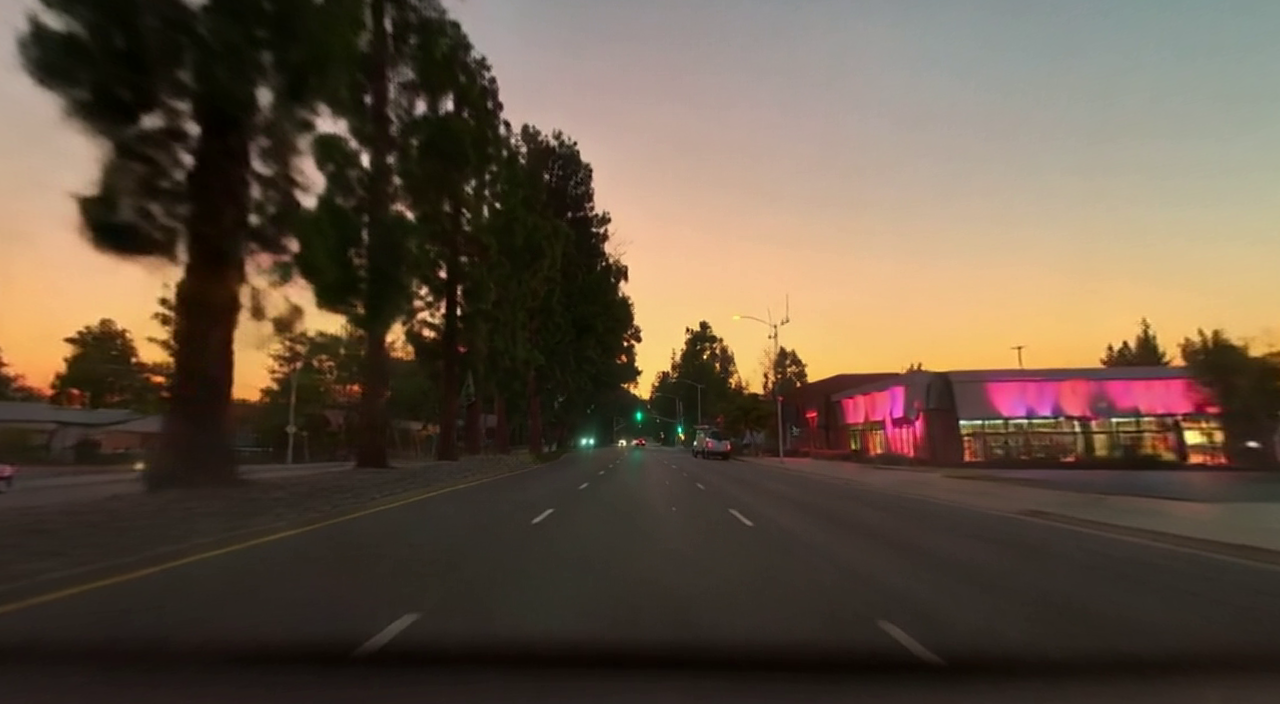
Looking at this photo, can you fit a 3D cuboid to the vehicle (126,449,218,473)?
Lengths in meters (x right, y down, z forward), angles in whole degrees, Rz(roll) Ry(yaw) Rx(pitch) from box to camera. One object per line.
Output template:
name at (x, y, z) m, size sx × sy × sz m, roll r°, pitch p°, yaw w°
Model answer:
vehicle at (-30.296, 7.062, 40.948) m, size 4.341 × 1.465 × 2.304 m, roll -2°, pitch -8°, yaw 9°

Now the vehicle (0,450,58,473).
vehicle at (-42.573, 7.481, 43.133) m, size 4.279 × 1.456 × 1.874 m, roll -2°, pitch -8°, yaw 12°
